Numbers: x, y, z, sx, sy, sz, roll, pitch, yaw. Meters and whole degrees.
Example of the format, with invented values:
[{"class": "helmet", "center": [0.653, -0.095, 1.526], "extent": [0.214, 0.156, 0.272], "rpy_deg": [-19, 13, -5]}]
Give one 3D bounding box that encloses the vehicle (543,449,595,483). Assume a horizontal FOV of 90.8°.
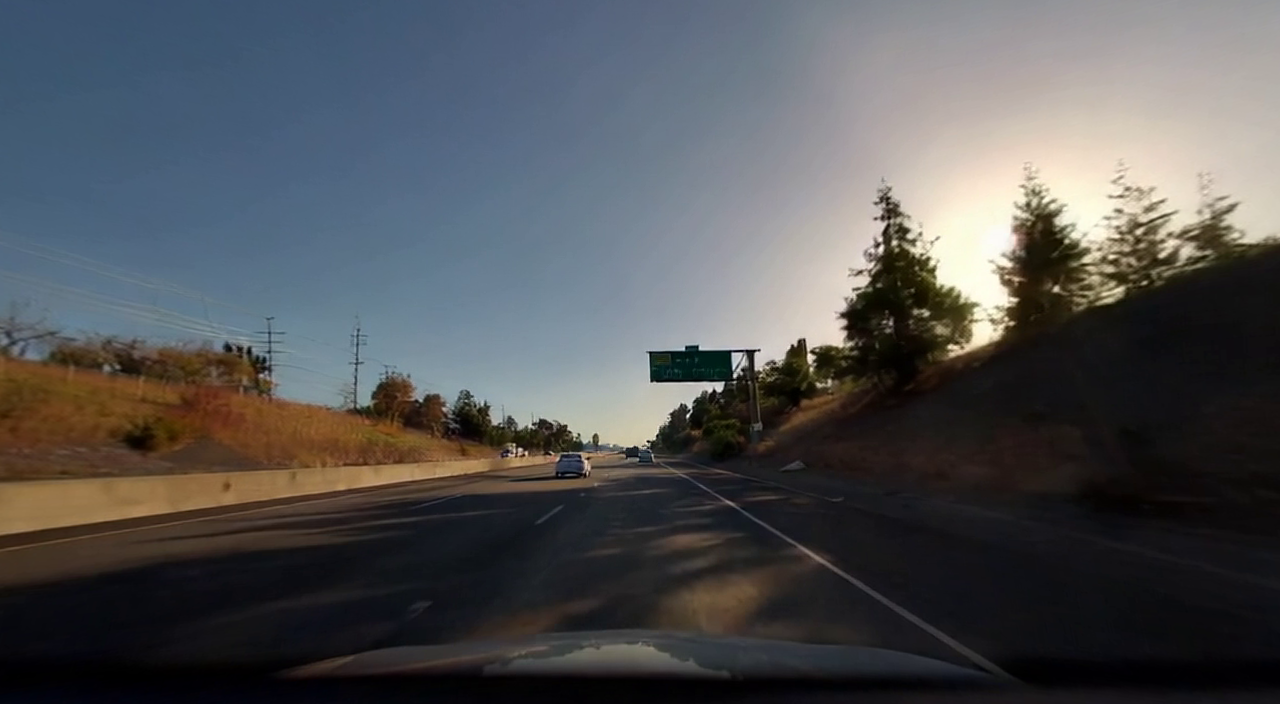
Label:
[{"class": "vehicle", "center": [-3.324, 5.444, 30.327], "extent": [1.978, 1.498, 4.080], "rpy_deg": [0, -9, 0]}]
